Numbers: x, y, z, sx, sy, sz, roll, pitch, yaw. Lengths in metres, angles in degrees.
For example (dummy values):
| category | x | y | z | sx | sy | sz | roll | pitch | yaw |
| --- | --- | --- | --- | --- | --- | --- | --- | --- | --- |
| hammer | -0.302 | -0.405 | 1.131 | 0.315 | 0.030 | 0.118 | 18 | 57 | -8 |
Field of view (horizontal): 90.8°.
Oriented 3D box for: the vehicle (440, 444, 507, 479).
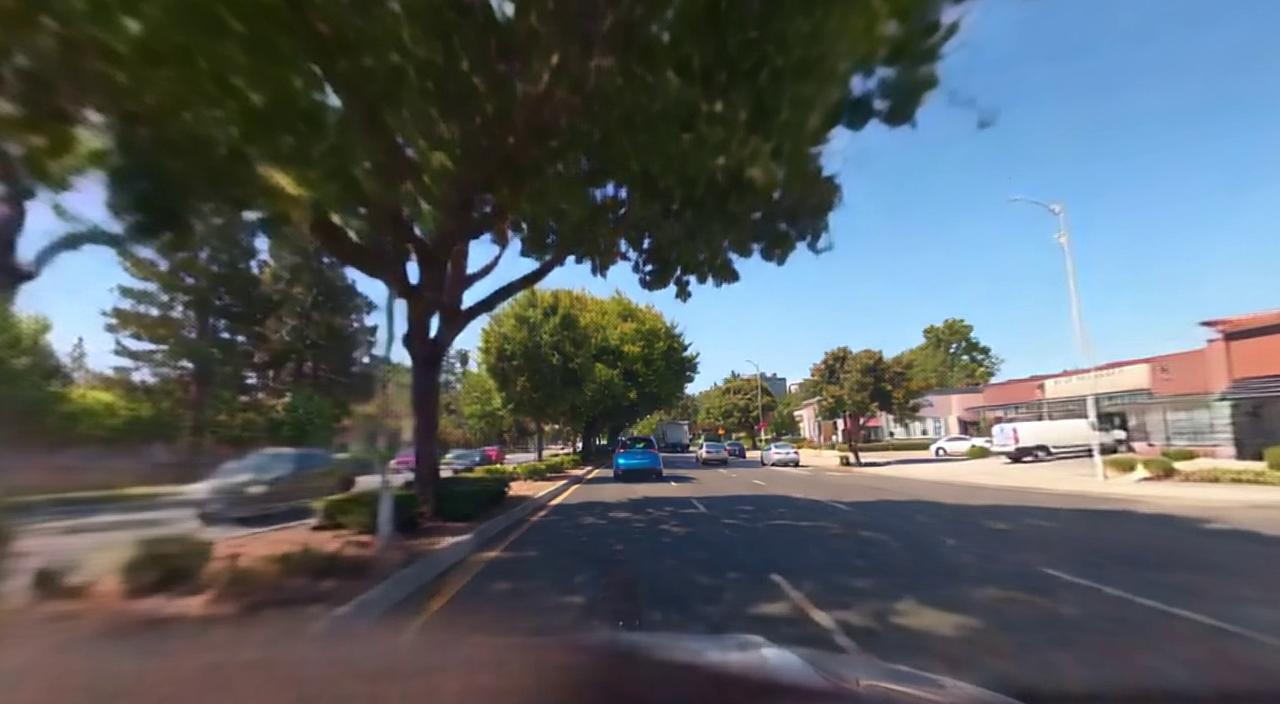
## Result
| category | x | y | z | sx | sy | sz | roll | pitch | yaw |
| --- | --- | --- | --- | --- | --- | --- | --- | --- | --- |
| vehicle | -7.946 | 5.241 | 30.646 | 1.948 | 1.508 | 4.749 | 0 | -8 | 0 |

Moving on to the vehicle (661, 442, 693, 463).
| category | x | y | z | sx | sy | sz | roll | pitch | yaw |
| --- | --- | --- | --- | --- | --- | --- | --- | --- | --- |
| vehicle | 2.798 | 7.650 | 48.310 | 2.078 | 1.471 | 4.142 | 0 | -8 | -1 |

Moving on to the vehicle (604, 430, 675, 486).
| category | x | y | z | sx | sy | sz | roll | pitch | yaw |
| --- | --- | --- | --- | --- | --- | --- | --- | --- | --- |
| vehicle | -0.057 | 3.712 | 22.486 | 2.266 | 1.762 | 4.131 | 0 | -8 | -1 |

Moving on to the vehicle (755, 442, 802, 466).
| category | x | y | z | sx | sy | sz | roll | pitch | yaw |
| --- | --- | --- | --- | --- | --- | --- | --- | --- | --- |
| vehicle | 9.124 | 6.761 | 41.991 | 2.045 | 1.484 | 4.342 | 0 | -8 | -2 |

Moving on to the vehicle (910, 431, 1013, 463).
| category | x | y | z | sx | sy | sz | roll | pitch | yaw |
| --- | --- | --- | --- | --- | --- | --- | --- | --- | --- |
| vehicle | 19.456 | 5.733 | 38.366 | 4.932 | 1.514 | 2.327 | -3 | -7 | -5 |

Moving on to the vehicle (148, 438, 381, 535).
| category | x | y | z | sx | sy | sz | roll | pitch | yaw |
| --- | --- | --- | --- | --- | --- | --- | --- | --- | --- |
| vehicle | -7.609 | 2.717 | 13.529 | 2.078 | 1.694 | 4.611 | -1 | -8 | 1 |

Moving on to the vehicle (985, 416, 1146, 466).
| category | x | y | z | sx | sy | sz | roll | pitch | yaw |
| --- | --- | --- | --- | --- | --- | --- | --- | --- | --- |
| vehicle | 19.677 | 4.148 | 29.487 | 5.677 | 2.171 | 2.393 | 0 | -8 | 4 |

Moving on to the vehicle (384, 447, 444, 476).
| category | x | y | z | sx | sy | sz | roll | pitch | yaw |
| --- | --- | --- | --- | --- | --- | --- | --- | --- | --- |
| vehicle | -13.504 | 6.551 | 38.043 | 1.958 | 1.604 | 4.279 | 0 | -8 | 0 |
